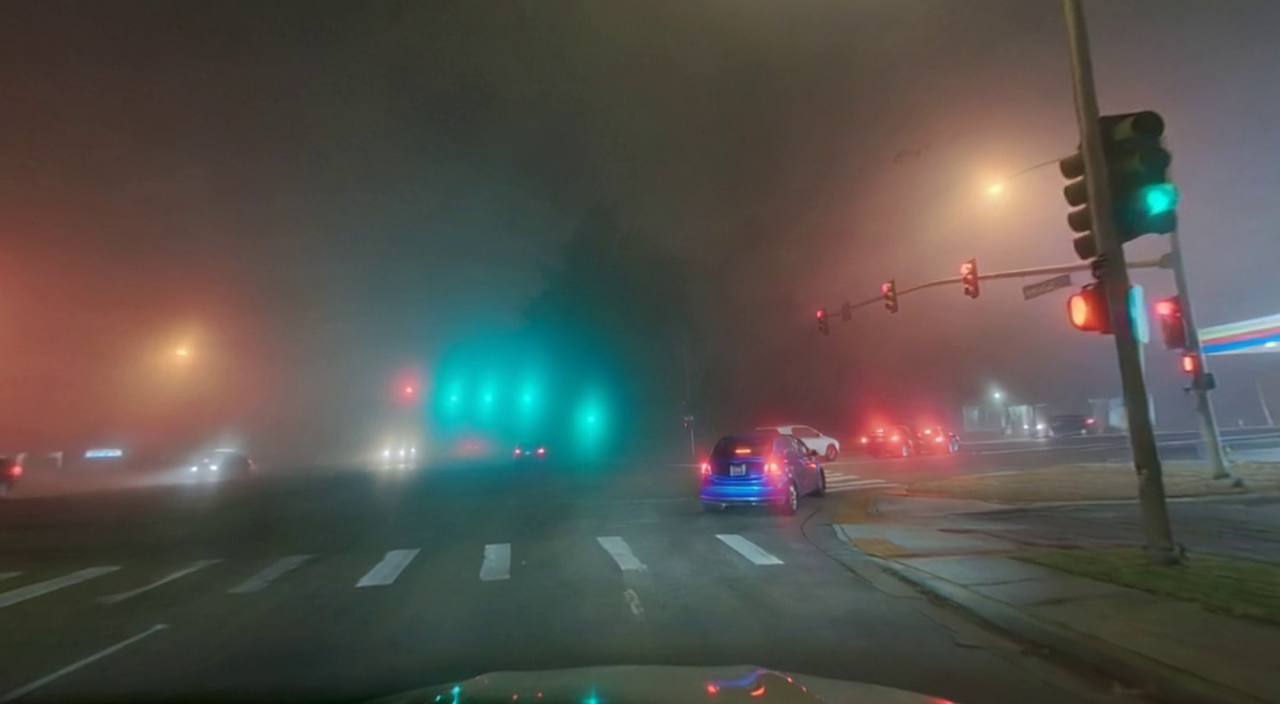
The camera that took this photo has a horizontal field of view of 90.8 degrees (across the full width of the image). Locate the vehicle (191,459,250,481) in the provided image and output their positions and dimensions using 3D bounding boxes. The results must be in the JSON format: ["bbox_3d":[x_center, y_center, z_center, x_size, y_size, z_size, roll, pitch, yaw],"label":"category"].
[{"bbox_3d":[-32.776,9.186,49.515,1.894,1.480,4.710,1,-8,-7],"label":"vehicle"}]

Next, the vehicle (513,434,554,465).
[{"bbox_3d":[-6.369,5.886,38.193,2.210,1.722,4.215,1,-8,-7],"label":"vehicle"}]

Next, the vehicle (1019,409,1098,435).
[{"bbox_3d":[27.230,4.567,41.137,3.923,1.619,1.817,1,-8,-8],"label":"vehicle"}]

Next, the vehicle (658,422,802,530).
[{"bbox_3d":[1.777,2.042,11.065,1.976,1.462,4.342,-2,-8,15],"label":"vehicle"}]

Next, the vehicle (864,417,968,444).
[{"bbox_3d":[14.586,4.179,33.488,4.700,1.417,1.789,1,-8,-7],"label":"vehicle"}]
